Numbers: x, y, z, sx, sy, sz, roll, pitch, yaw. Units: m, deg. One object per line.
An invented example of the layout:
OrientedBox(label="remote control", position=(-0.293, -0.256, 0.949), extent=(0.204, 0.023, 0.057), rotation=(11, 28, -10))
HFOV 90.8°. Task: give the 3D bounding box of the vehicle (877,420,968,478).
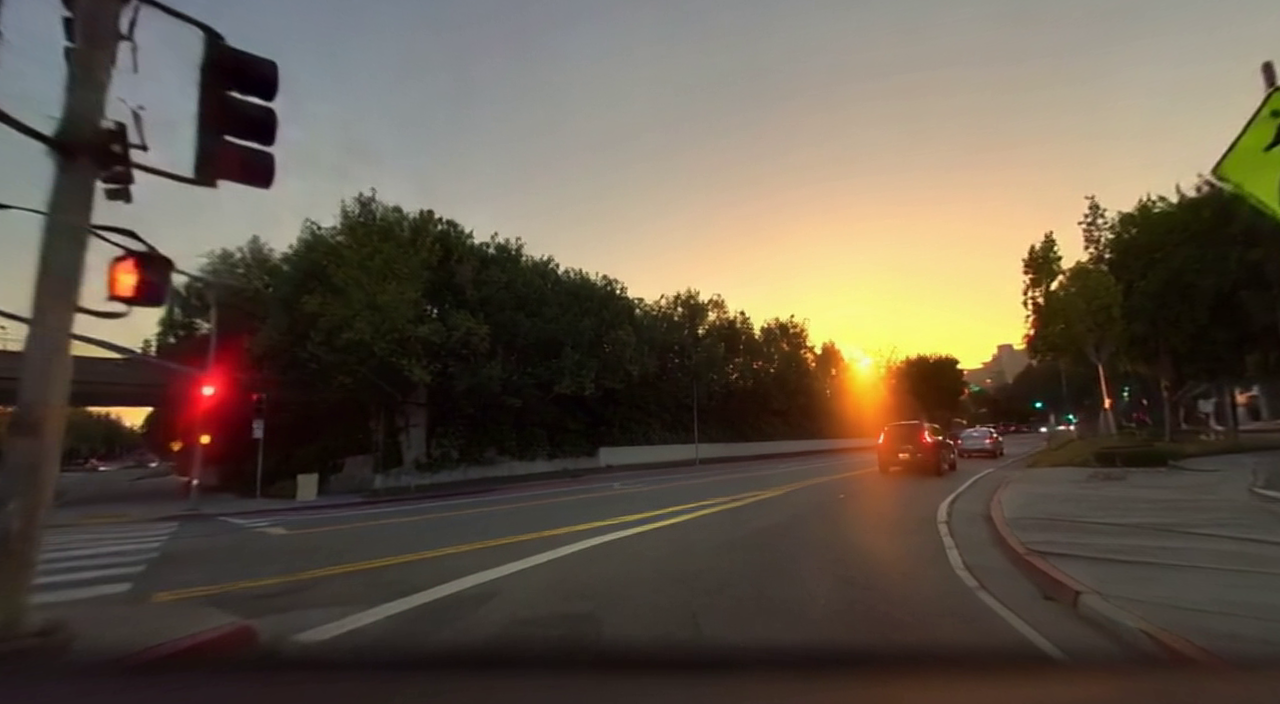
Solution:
OrientedBox(label="vehicle", position=(9.169, 3.104, 20.339), extent=(1.908, 1.622, 4.166), rotation=(-6, -10, 33))

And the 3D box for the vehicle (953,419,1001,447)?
OrientedBox(label="vehicle", position=(24.714, 5.962, 46.228), extent=(2.122, 1.954, 5.144), rotation=(-7, -11, 37))
